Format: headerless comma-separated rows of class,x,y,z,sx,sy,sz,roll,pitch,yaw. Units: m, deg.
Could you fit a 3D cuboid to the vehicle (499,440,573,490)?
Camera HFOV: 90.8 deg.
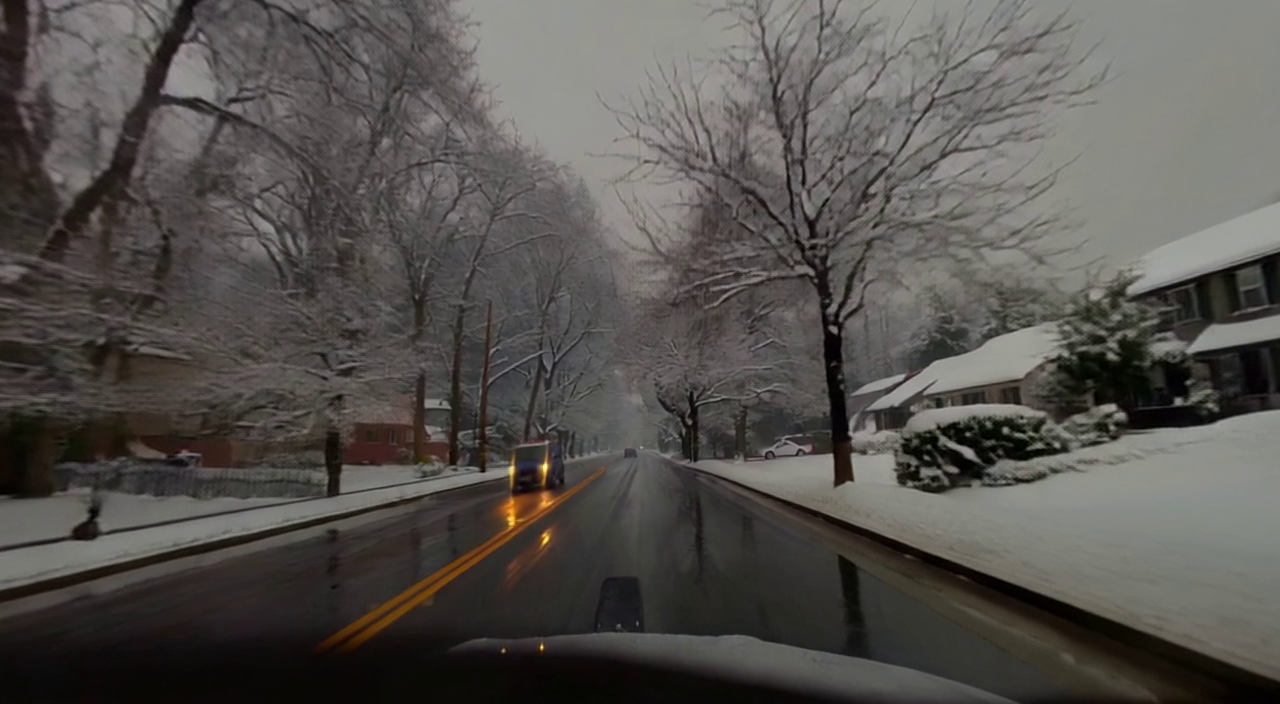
vehicle,-4.107,4.554,25.808,2.161,1.798,4.627,0,-9,1
